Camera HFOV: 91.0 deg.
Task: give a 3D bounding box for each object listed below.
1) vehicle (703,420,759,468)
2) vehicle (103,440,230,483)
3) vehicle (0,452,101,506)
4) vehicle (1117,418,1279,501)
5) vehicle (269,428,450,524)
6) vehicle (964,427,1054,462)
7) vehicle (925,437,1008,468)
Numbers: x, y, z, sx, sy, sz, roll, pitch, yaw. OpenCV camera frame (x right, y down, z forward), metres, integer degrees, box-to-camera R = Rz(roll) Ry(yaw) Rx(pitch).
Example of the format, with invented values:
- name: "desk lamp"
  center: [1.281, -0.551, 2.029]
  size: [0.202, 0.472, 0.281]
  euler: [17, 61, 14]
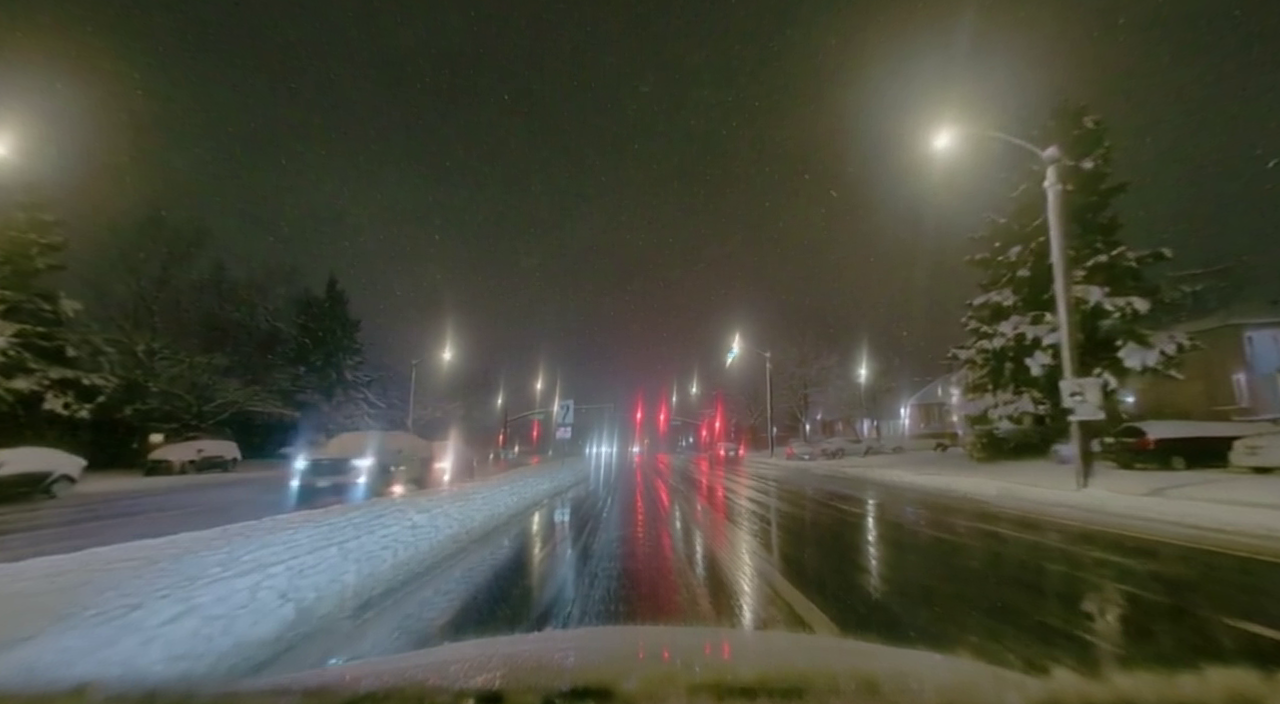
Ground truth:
- name: "vehicle"
  center: [6.509, 6.769, 46.221]
  size: [2.802, 3.208, 7.459]
  euler: [1, -8, -2]
- name: "vehicle"
  center: [-24.247, 5.592, 32.627]
  size: [2.177, 1.922, 5.563]
  euler: [-3, -8, 2]
- name: "vehicle"
  center: [-19.019, 3.765, 18.831]
  size: [1.867, 1.475, 4.369]
  euler: [0, -9, 0]
- name: "vehicle"
  center: [14.543, 2.519, 15.292]
  size: [2.158, 1.736, 4.713]
  euler: [-2, -8, 1]
- name: "vehicle"
  center: [-5.519, 2.480, 13.112]
  size: [2.002, 1.635, 4.271]
  euler: [1, -9, -4]
- name: "vehicle"
  center: [20.200, 5.106, 34.756]
  size: [2.012, 1.709, 4.574]
  euler: [-1, -9, -2]
- name: "vehicle"
  center: [17.646, 5.415, 34.282]
  size: [1.957, 1.501, 4.308]
  euler: [-2, -7, -3]
